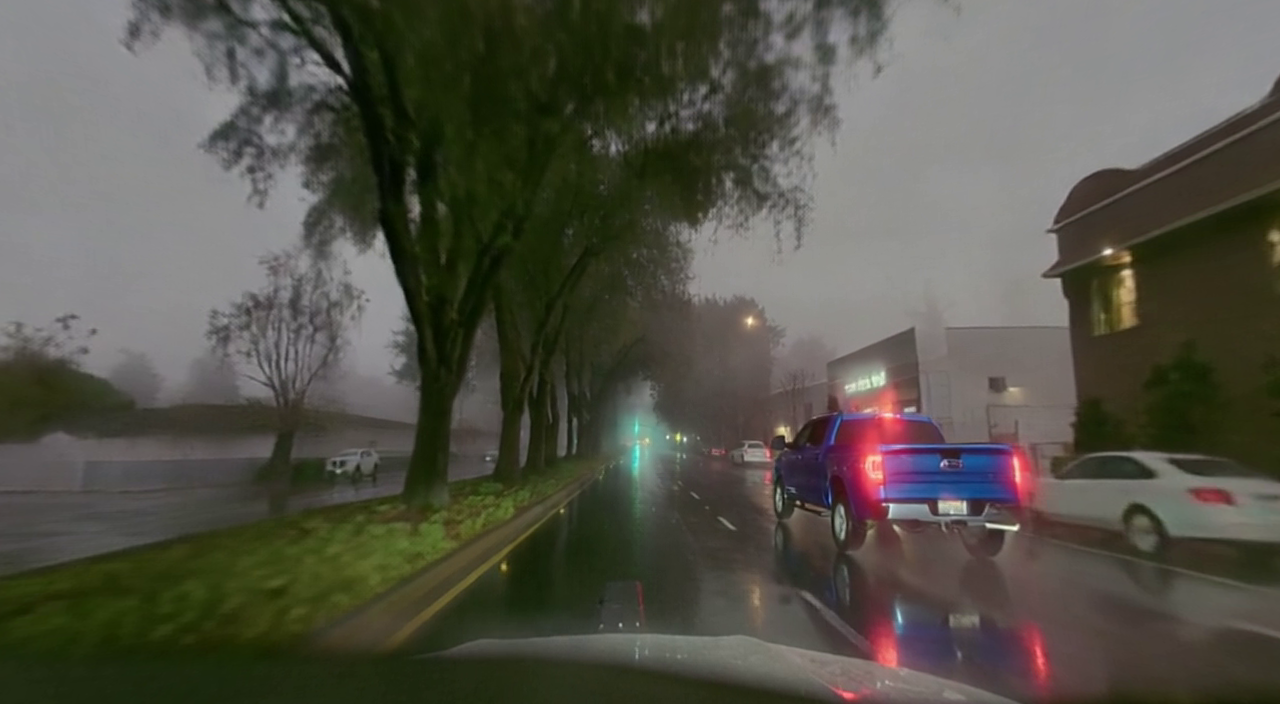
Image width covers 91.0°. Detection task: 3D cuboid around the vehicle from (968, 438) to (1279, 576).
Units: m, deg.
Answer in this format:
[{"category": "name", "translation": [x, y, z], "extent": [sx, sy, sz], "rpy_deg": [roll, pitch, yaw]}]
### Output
[{"category": "vehicle", "translation": [7.391, 2.093, 9.547], "extent": [2.108, 1.503, 5.000], "rpy_deg": [1, -8, 0]}]

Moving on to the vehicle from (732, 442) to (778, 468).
[{"category": "vehicle", "translation": [7.287, 6.557, 40.272], "extent": [1.863, 1.588, 4.670], "rpy_deg": [0, -8, -2]}]

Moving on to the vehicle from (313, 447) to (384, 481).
[{"category": "vehicle", "translation": [-16.022, 6.157, 34.829], "extent": [1.913, 1.734, 4.357], "rpy_deg": [0, -8, -2]}]

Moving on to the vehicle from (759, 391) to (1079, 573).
[{"category": "vehicle", "translation": [3.330, 1.709, 9.107], "extent": [2.085, 1.828, 5.383], "rpy_deg": [0, -8, -1]}]
